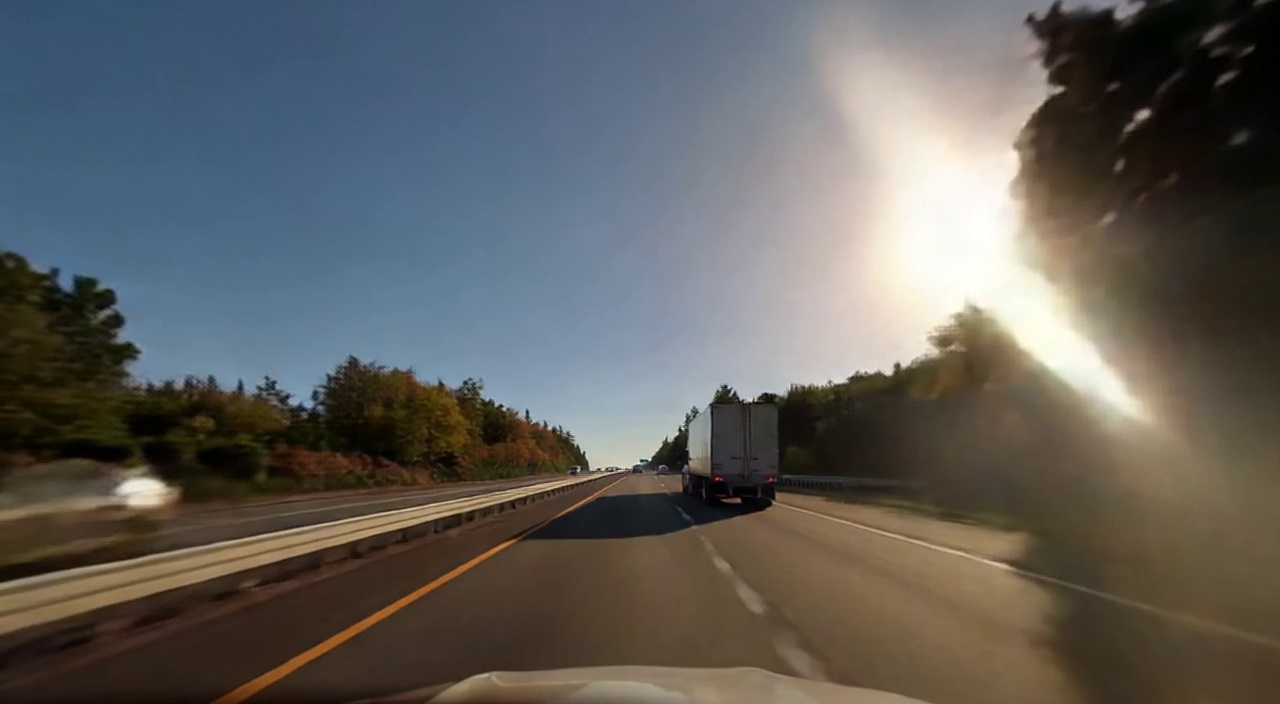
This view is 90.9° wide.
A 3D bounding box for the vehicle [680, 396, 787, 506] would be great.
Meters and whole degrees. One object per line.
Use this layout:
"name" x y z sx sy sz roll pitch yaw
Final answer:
"vehicle" 3.957 4.958 30.650 3.204 4.102 13.306 1 -10 0
